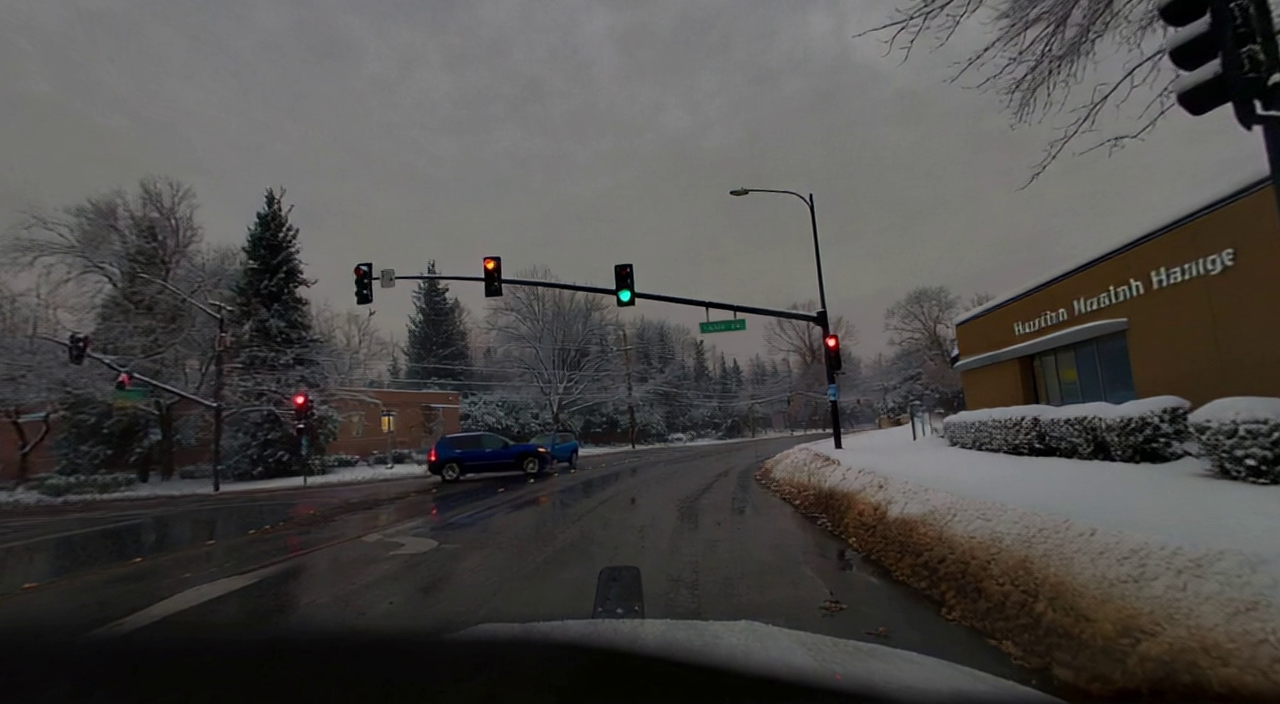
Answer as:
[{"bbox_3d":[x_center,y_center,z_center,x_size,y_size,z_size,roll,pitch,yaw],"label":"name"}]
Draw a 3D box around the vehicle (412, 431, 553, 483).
[{"bbox_3d":[-5.788,3.821,23.273,4.715,1.745,2.026,3,-9,-23],"label":"vehicle"}]
